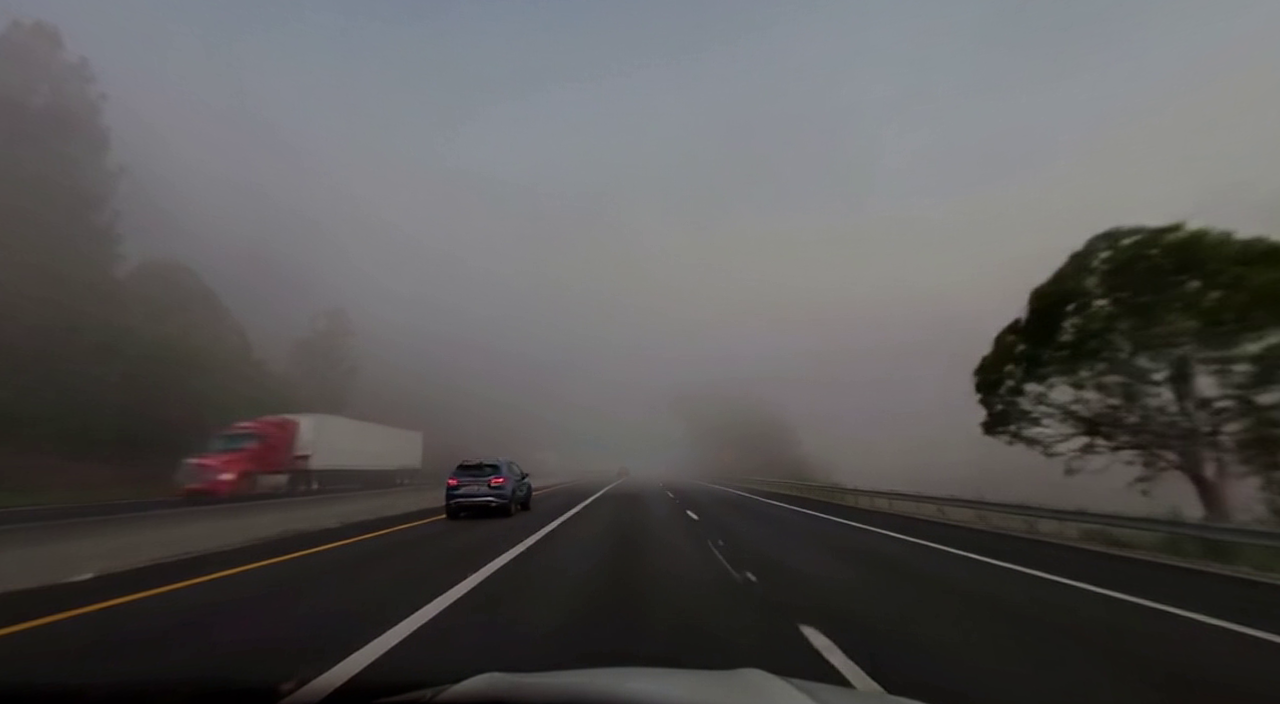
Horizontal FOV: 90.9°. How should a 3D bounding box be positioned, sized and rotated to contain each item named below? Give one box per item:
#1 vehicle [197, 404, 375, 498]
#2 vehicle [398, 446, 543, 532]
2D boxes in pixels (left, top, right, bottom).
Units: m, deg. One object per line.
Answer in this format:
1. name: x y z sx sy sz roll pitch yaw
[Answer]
1. vehicle: -17.350 5.168 32.230 2.932 3.942 10.132 1 -10 1
2. vehicle: -3.739 3.164 14.946 2.053 1.657 4.725 1 -10 1
